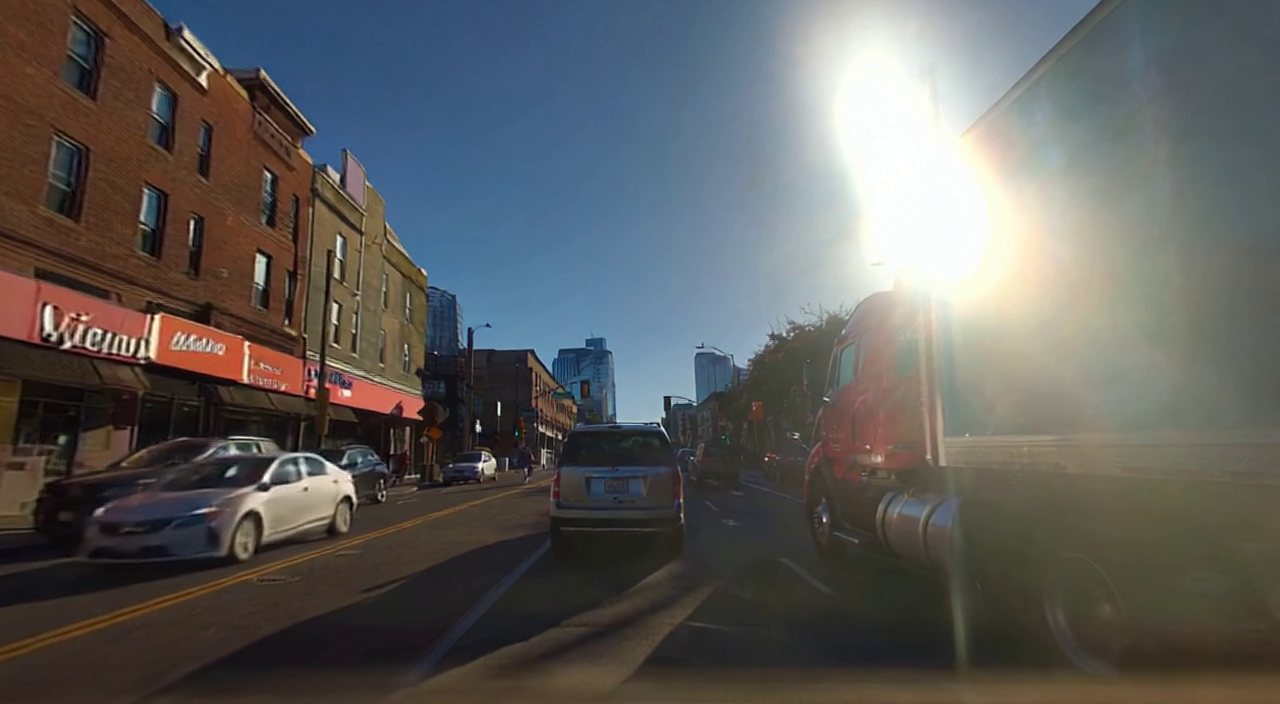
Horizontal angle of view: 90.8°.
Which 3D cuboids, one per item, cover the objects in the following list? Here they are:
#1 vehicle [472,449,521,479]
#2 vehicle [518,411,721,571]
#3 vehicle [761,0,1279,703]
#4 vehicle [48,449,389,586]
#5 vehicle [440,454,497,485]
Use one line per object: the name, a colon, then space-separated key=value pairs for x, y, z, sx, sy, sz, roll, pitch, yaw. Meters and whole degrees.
vehicle: x=-8.703 y=6.843 z=38.737 sx=2.084 sy=1.686 sz=4.422 roll=0 pitch=-9 yaw=-1
vehicle: x=-0.226 y=1.915 z=9.476 sx=2.283 sy=1.783 sz=4.548 roll=0 pitch=-9 yaw=0
vehicle: x=2.909 y=-0.017 z=2.346 sx=2.913 sy=3.771 sz=9.716 roll=0 pitch=-9 yaw=0
vehicle: x=-5.574 y=2.185 z=9.277 sx=1.997 sy=1.467 sz=4.373 roll=0 pitch=-9 yaw=0
vehicle: x=-8.732 y=5.994 z=32.553 sx=1.805 sy=1.379 sz=4.359 roll=0 pitch=-9 yaw=-1
